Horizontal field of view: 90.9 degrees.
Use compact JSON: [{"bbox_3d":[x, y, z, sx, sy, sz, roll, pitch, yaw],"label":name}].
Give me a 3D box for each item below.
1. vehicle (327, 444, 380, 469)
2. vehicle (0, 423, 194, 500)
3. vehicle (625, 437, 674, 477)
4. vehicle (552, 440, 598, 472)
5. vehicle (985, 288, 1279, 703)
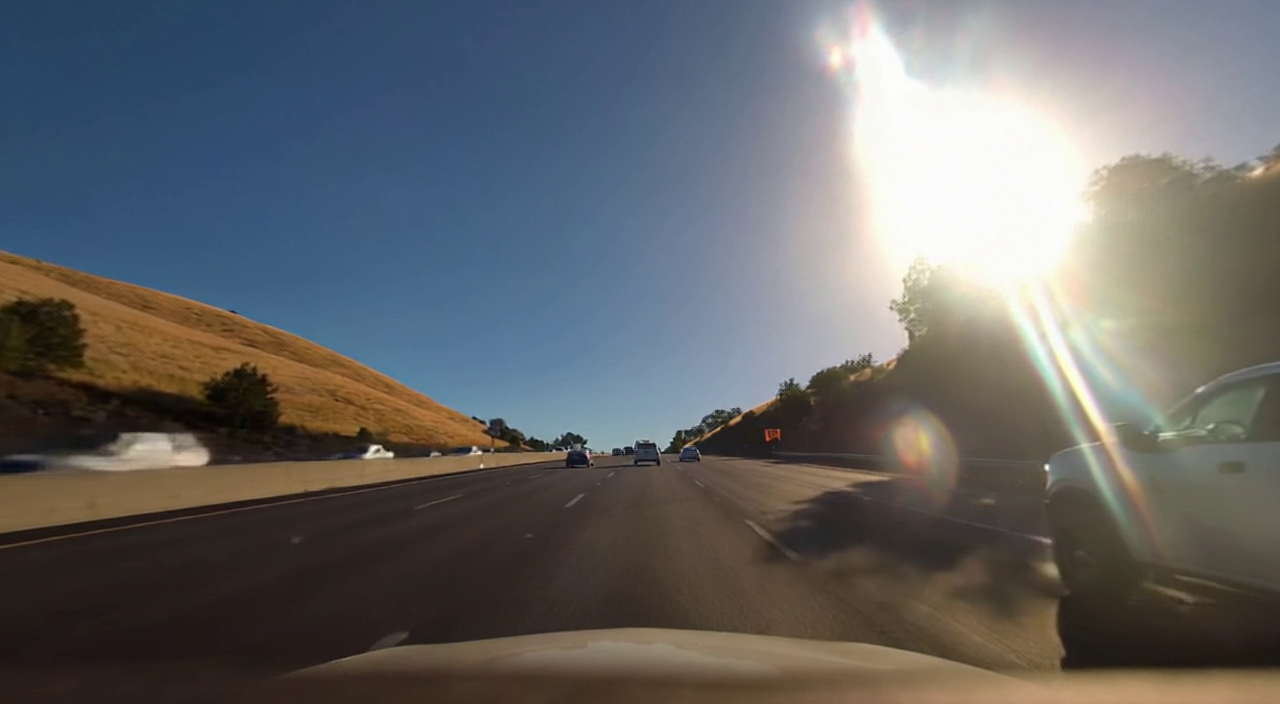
[{"bbox_3d":[-16.132,5.874,35.631,1.436,1.354,3.176,0,-9,1],"label":"vehicle"},{"bbox_3d":[-12.596,2.457,14.458,1.817,1.525,3.880,0,-8,1],"label":"vehicle"},{"bbox_3d":[0.424,4.818,29.068,2.086,1.685,4.206,0,-8,0],"label":"vehicle"},{"bbox_3d":[-3.634,5.862,35.753,2.076,1.690,4.113,0,-8,1],"label":"vehicle"},{"bbox_3d":[4.203,0.623,2.200,2.700,1.980,5.866,0,-8,1],"label":"vehicle"}]
